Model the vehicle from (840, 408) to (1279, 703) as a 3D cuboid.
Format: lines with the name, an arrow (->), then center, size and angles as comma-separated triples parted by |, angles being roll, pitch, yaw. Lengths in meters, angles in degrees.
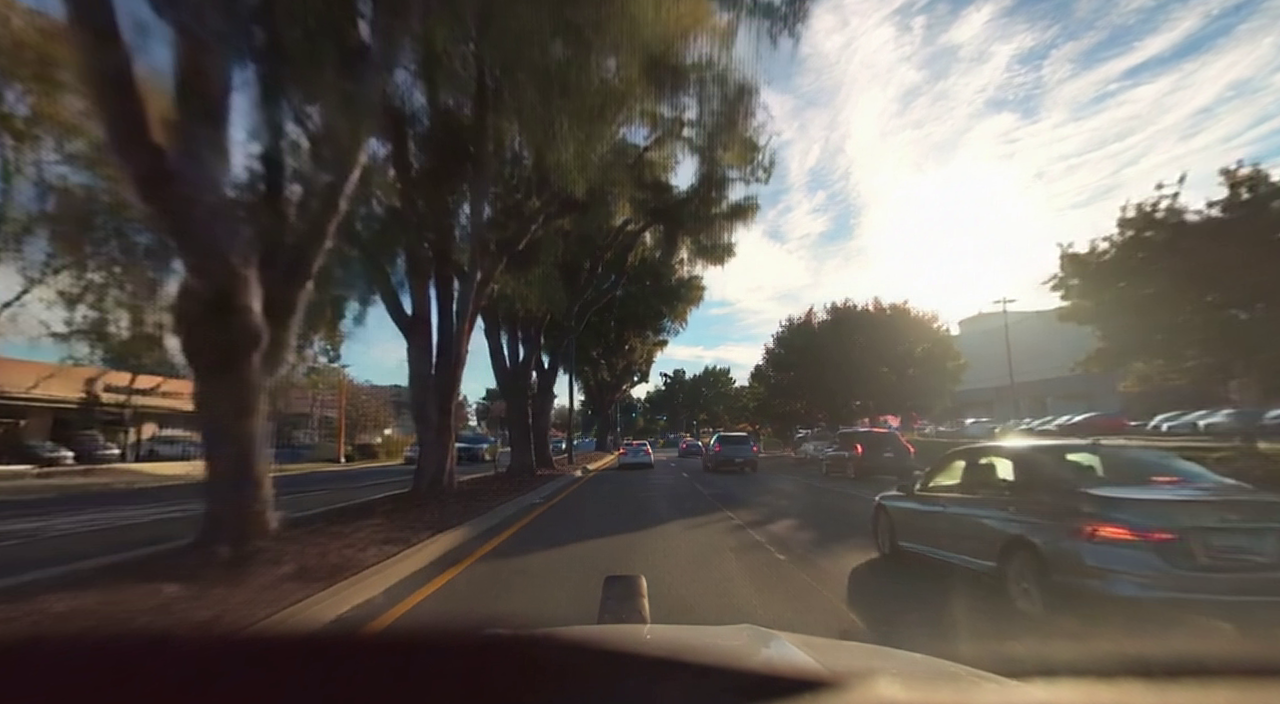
vehicle -> 3.413, 1.351, 5.220 | 2.010, 1.490, 4.639 | 0, -9, 1

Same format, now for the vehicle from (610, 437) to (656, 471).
vehicle -> -0.307, 4.954, 30.625 | 2.111, 1.506, 4.018 | 0, -9, 0

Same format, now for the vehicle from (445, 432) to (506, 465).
vehicle -> -8.169, 4.851, 31.596 | 1.939, 1.574, 3.820 | 0, -9, 1

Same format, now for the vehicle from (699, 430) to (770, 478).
vehicle -> 3.674, 4.064, 25.201 | 2.130, 1.718, 4.310 | 0, -9, 0

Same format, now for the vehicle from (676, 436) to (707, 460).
vehicle -> 3.893, 7.357, 48.019 | 1.982, 1.709, 4.427 | 0, -9, -1

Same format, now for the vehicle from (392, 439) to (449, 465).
vehicle -> -15.218, 6.961, 43.862 | 2.054, 1.669, 5.220 | 0, -9, 0
